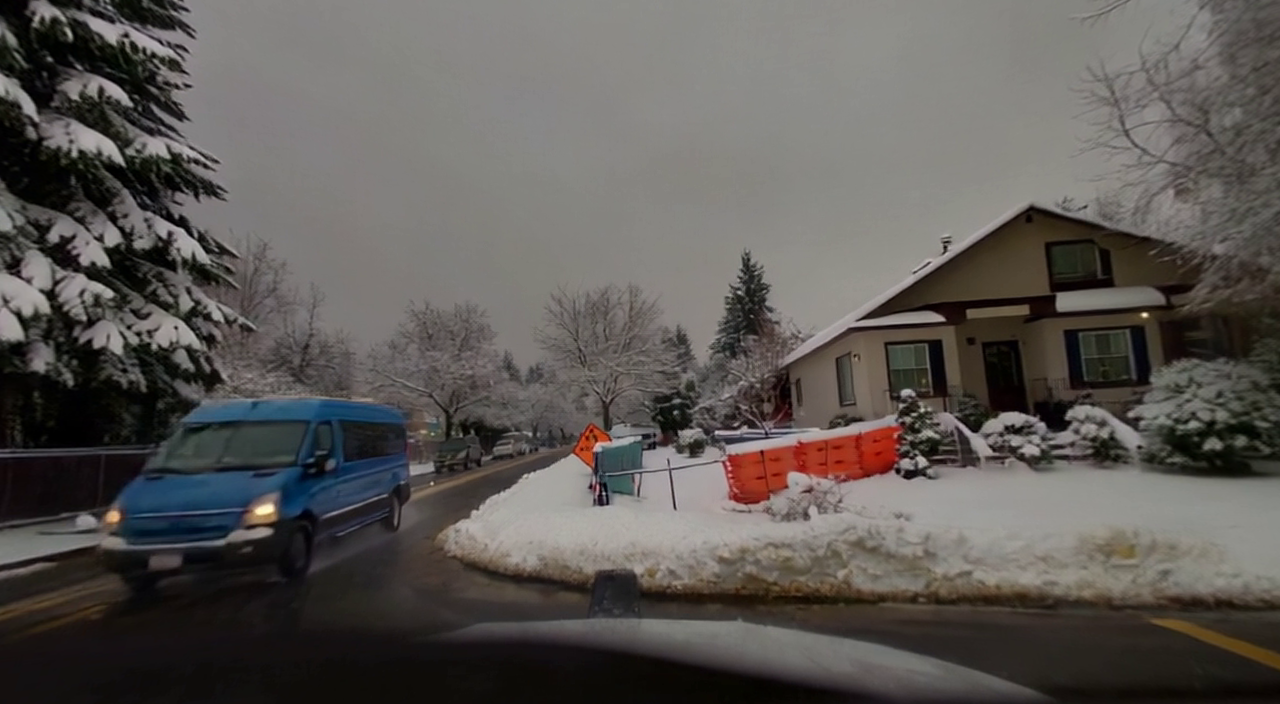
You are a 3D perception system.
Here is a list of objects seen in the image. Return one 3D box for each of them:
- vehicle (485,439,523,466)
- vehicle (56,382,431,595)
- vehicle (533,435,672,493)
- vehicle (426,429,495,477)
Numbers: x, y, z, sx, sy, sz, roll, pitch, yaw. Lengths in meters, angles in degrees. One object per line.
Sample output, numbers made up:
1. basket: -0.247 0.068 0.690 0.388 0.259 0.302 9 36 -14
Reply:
1. vehicle: -8.886 6.562 41.425 1.765 1.493 4.130 3 -6 -3
2. vehicle: -4.537 1.596 8.415 2.219 1.984 4.712 0 -8 -5
3. vehicle: -0.923 3.062 17.797 1.827 1.436 4.070 -5 -9 33
4. vehicle: -8.571 4.825 30.591 2.042 1.937 4.960 3 -6 -3
